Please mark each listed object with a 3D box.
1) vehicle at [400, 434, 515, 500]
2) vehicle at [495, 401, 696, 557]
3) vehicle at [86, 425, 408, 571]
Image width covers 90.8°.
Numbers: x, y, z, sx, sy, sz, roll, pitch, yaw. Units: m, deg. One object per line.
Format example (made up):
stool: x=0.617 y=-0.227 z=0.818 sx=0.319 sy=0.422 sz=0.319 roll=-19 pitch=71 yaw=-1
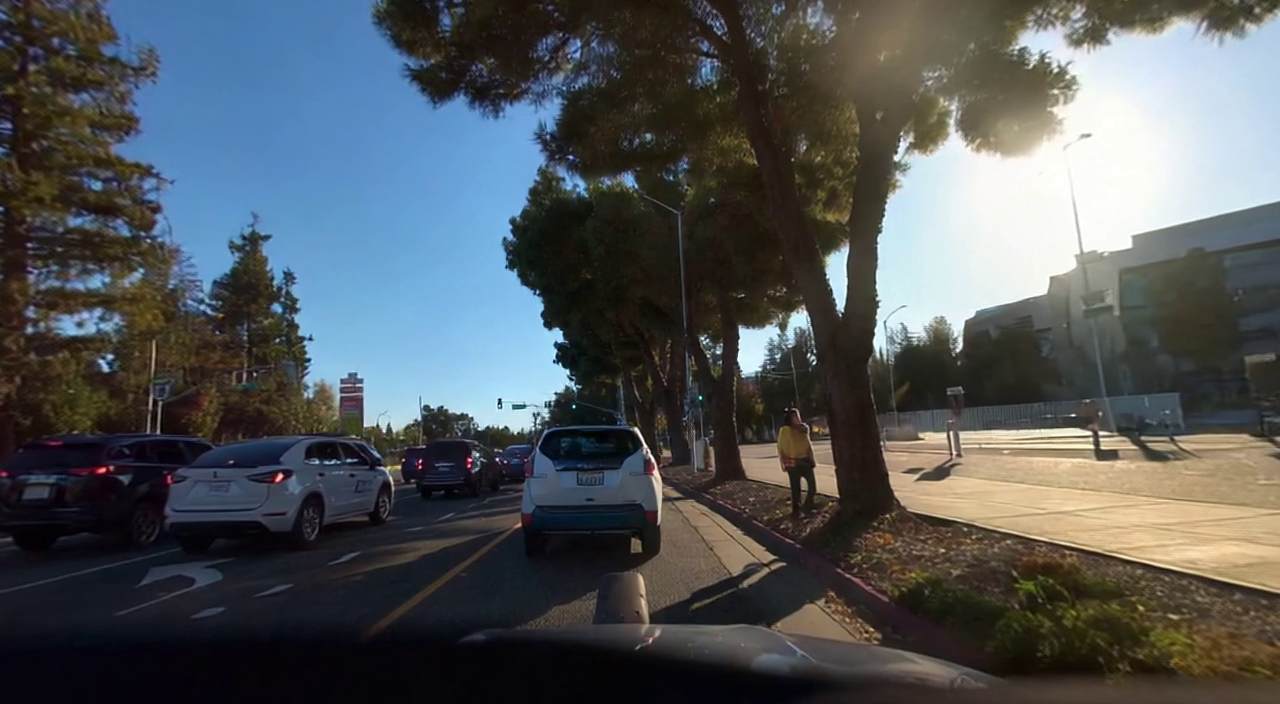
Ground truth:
vehicle: x=-5.470 y=3.499 z=19.636 sx=2.188 sy=1.774 sz=4.477 roll=0 pitch=-9 yaw=0
vehicle: x=-0.581 y=1.822 z=9.696 sx=2.368 sy=1.829 sz=4.293 roll=0 pitch=-9 yaw=-2
vehicle: x=-5.406 y=2.041 z=9.647 sx=2.010 sy=1.674 sz=4.484 roll=0 pitch=-9 yaw=0
